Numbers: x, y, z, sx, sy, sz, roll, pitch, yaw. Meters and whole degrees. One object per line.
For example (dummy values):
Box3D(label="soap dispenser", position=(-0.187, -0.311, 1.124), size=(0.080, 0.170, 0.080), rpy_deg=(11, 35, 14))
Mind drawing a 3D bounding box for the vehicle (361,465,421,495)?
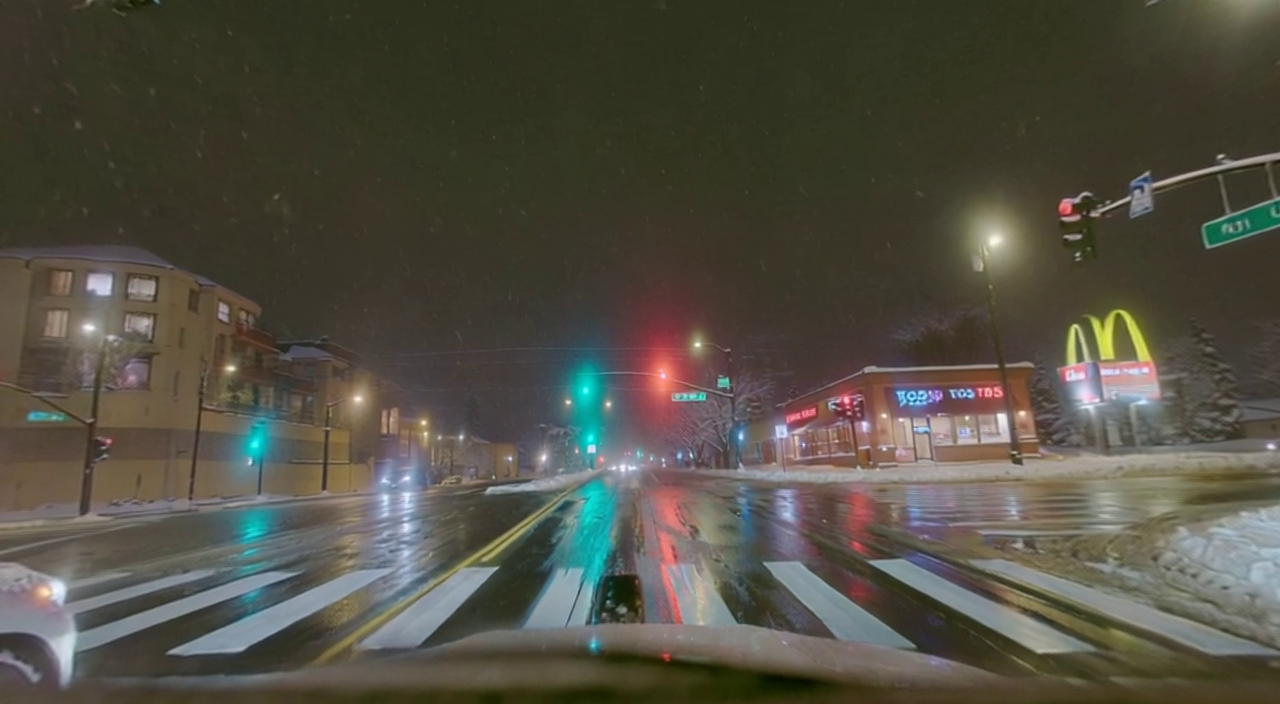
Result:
Box3D(label="vehicle", position=(-19.221, 9.897, 48.945), size=(2.227, 2.033, 5.614), rpy_deg=(0, -9, 2))

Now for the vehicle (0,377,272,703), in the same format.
Box3D(label="vehicle", position=(-3.411, 0.812, 1.580), size=(2.081, 1.644, 4.523), rpy_deg=(0, -9, 2))

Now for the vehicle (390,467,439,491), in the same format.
Box3D(label="vehicle", position=(-15.755, 8.904, 44.214), size=(1.931, 1.471, 4.152), rpy_deg=(0, -9, 0))
